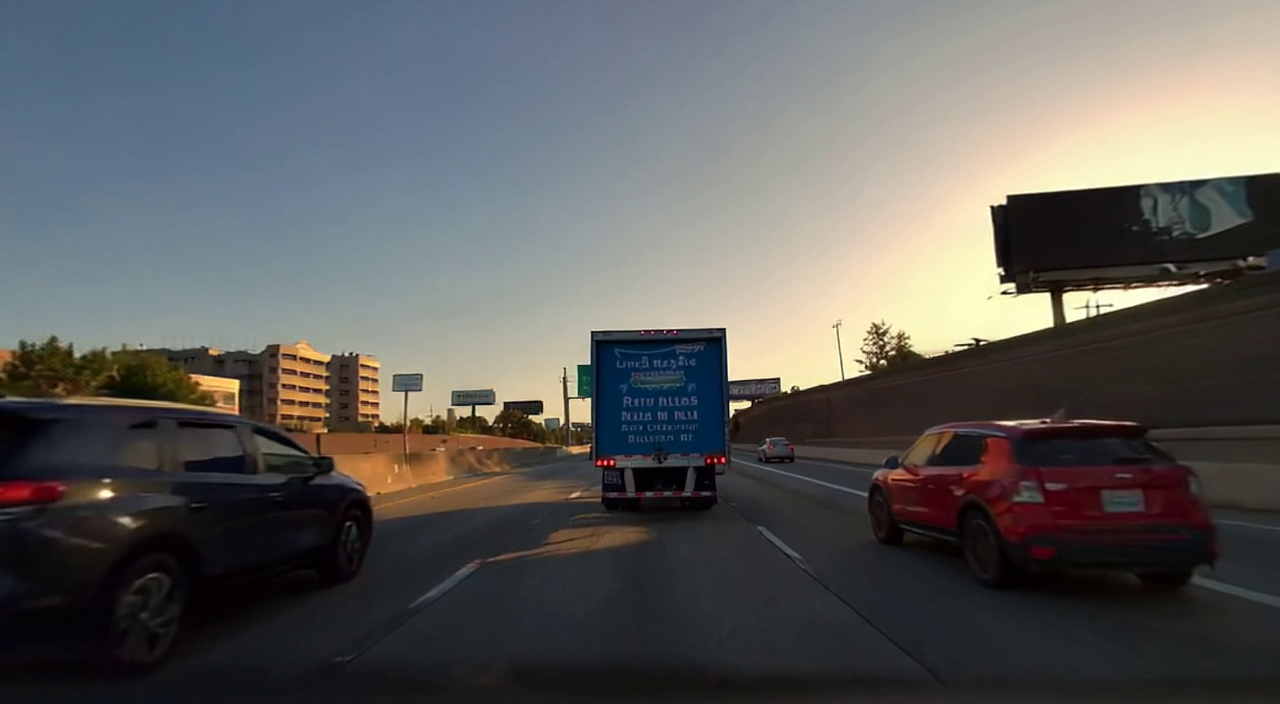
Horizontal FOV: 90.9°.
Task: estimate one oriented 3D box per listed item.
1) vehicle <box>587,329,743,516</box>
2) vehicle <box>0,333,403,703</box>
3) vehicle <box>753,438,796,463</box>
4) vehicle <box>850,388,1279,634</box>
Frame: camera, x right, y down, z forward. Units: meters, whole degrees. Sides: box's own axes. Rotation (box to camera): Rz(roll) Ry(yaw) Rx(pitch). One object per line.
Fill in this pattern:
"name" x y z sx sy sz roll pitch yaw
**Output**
"vehicle" 0.622 1.825 15.508 2.733 3.296 8.571 0 -8 3
"vehicle" -3.657 1.073 4.545 2.030 1.757 4.509 0 -8 2
"vehicle" 8.343 6.133 39.491 1.931 1.495 3.889 0 -8 2
"vehicle" 3.976 1.406 6.613 2.066 1.692 4.339 0 -8 1
